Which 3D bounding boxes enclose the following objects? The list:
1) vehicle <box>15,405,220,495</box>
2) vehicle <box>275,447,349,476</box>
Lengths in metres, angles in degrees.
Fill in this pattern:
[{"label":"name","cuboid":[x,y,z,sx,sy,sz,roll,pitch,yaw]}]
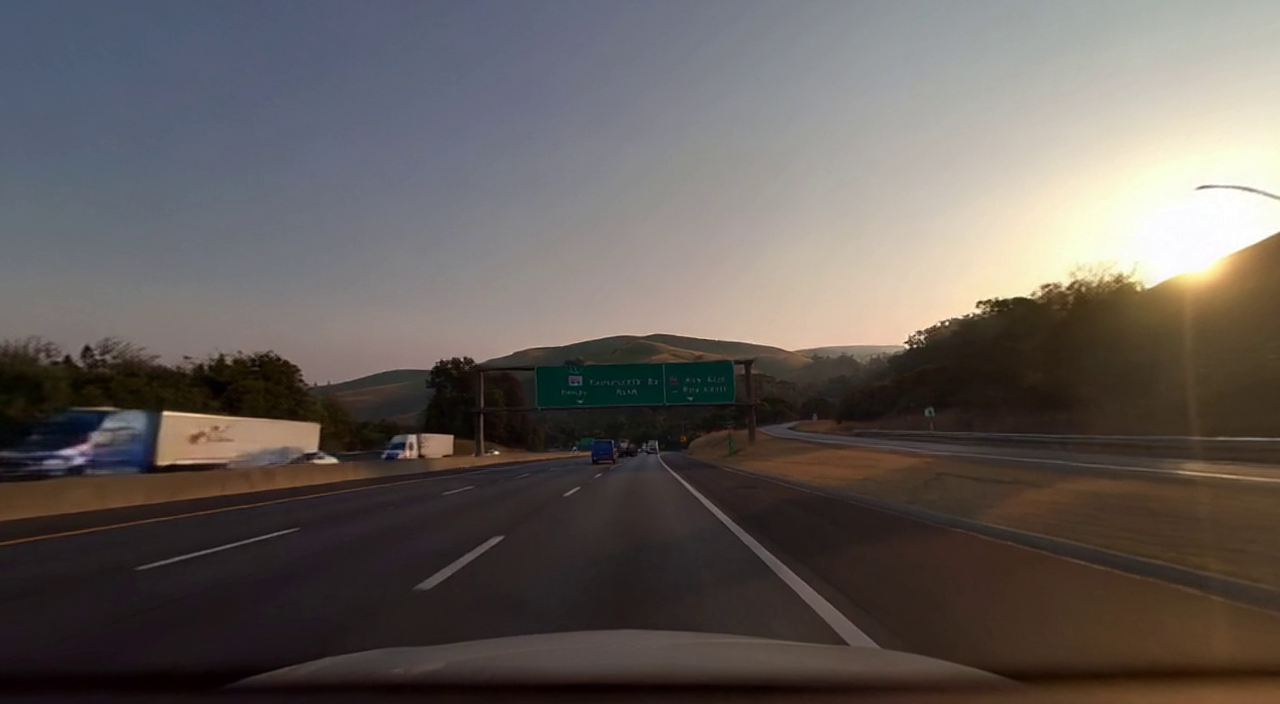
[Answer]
[{"label":"vehicle","cuboid":[-25.759,4.939,31.790,2.998,3.912,8.302,0,-8,1]},{"label":"vehicle","cuboid":[-21.651,7.220,41.712,2.157,1.715,4.929,0,-8,1]}]
